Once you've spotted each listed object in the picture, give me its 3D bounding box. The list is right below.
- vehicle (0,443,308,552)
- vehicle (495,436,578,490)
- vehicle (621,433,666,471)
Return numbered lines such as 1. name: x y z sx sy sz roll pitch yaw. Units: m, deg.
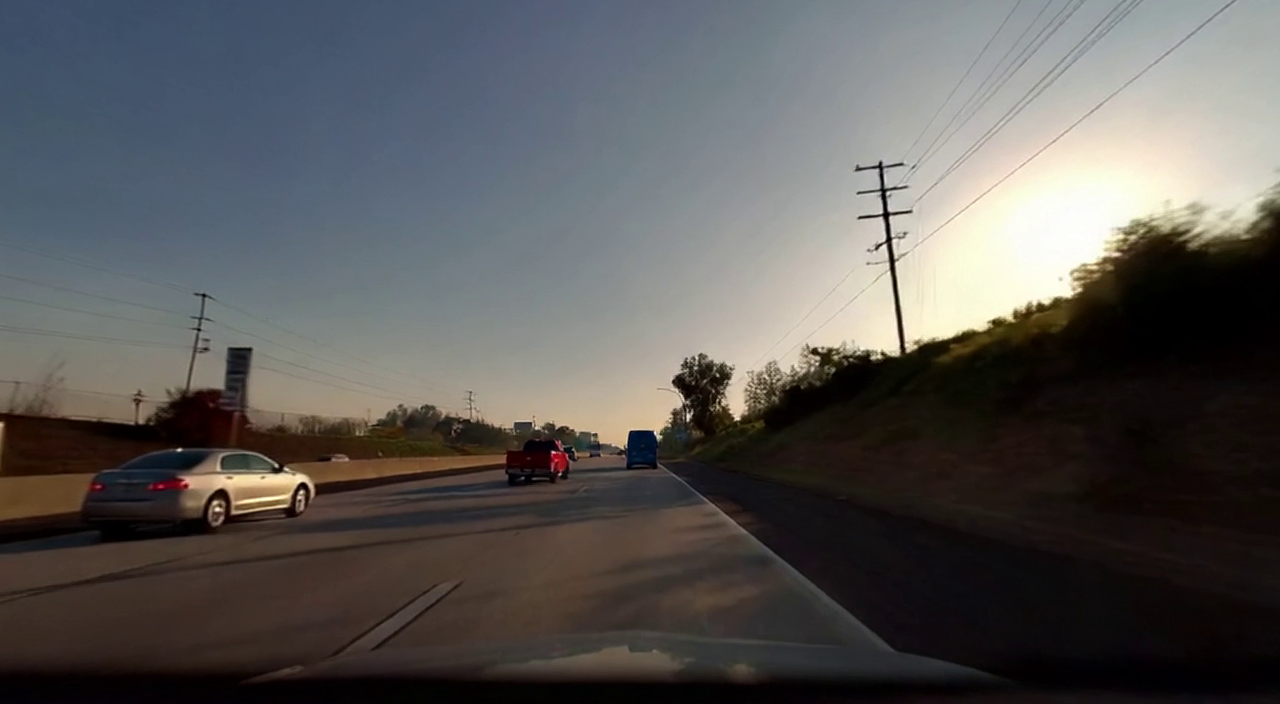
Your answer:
1. vehicle: -8.040 2.349 10.967 1.941 1.475 4.597 0 -8 1
2. vehicle: -3.656 4.018 23.108 2.145 1.730 4.729 -1 -8 2
3. vehicle: 0.212 6.487 40.833 2.692 2.279 5.695 0 -8 0
